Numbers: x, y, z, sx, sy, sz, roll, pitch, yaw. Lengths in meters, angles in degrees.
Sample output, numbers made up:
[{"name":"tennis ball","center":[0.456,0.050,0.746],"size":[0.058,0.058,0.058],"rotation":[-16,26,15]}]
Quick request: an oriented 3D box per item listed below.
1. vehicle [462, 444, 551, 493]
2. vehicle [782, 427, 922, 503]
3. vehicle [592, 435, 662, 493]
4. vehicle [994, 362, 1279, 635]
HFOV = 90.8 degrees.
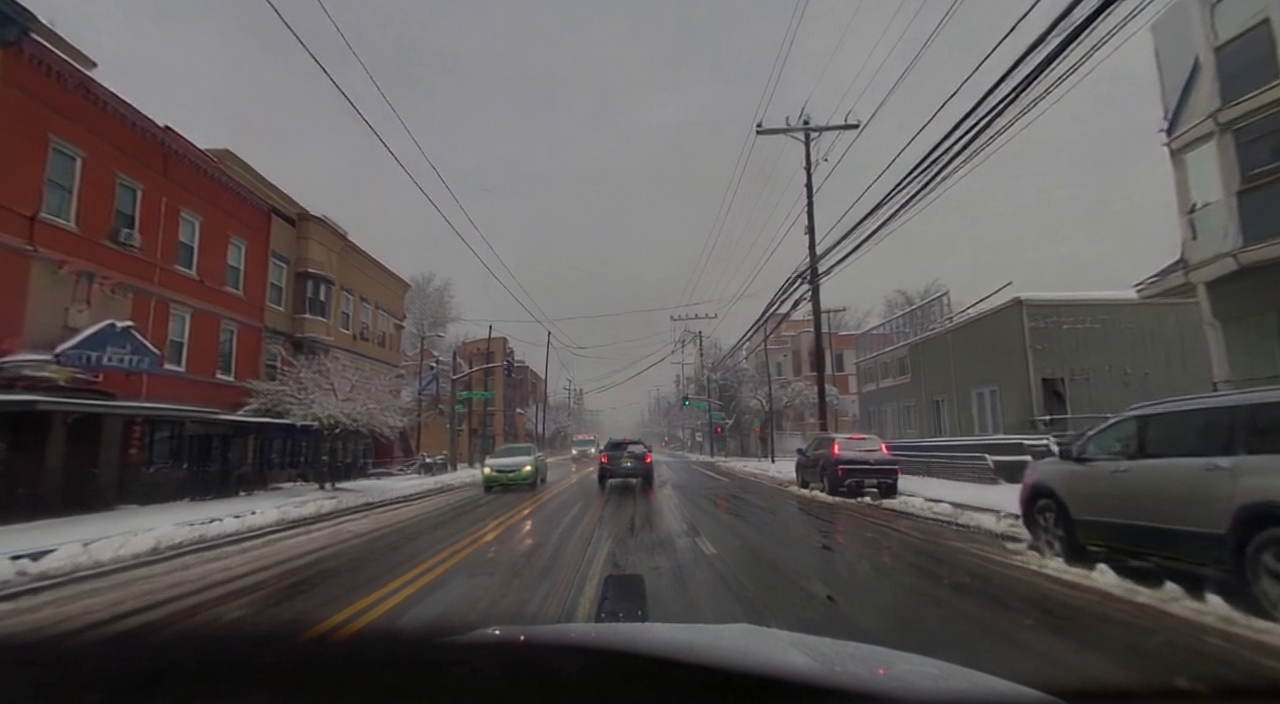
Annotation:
[{"name":"vehicle","center":[-4.437,3.939,21.747],"size":[2.181,1.500,4.319],"rotation":[0,-8,-1]},{"name":"vehicle","center":[6.105,3.341,19.166],"size":[2.197,1.917,5.637],"rotation":[0,-8,-1]},{"name":"vehicle","center":[-0.396,3.477,19.921],"size":[1.980,1.635,3.795],"rotation":[0,-8,-1]},{"name":"vehicle","center":[6.104,1.308,6.048],"size":[2.208,2.106,5.496],"rotation":[0,-9,0]}]
